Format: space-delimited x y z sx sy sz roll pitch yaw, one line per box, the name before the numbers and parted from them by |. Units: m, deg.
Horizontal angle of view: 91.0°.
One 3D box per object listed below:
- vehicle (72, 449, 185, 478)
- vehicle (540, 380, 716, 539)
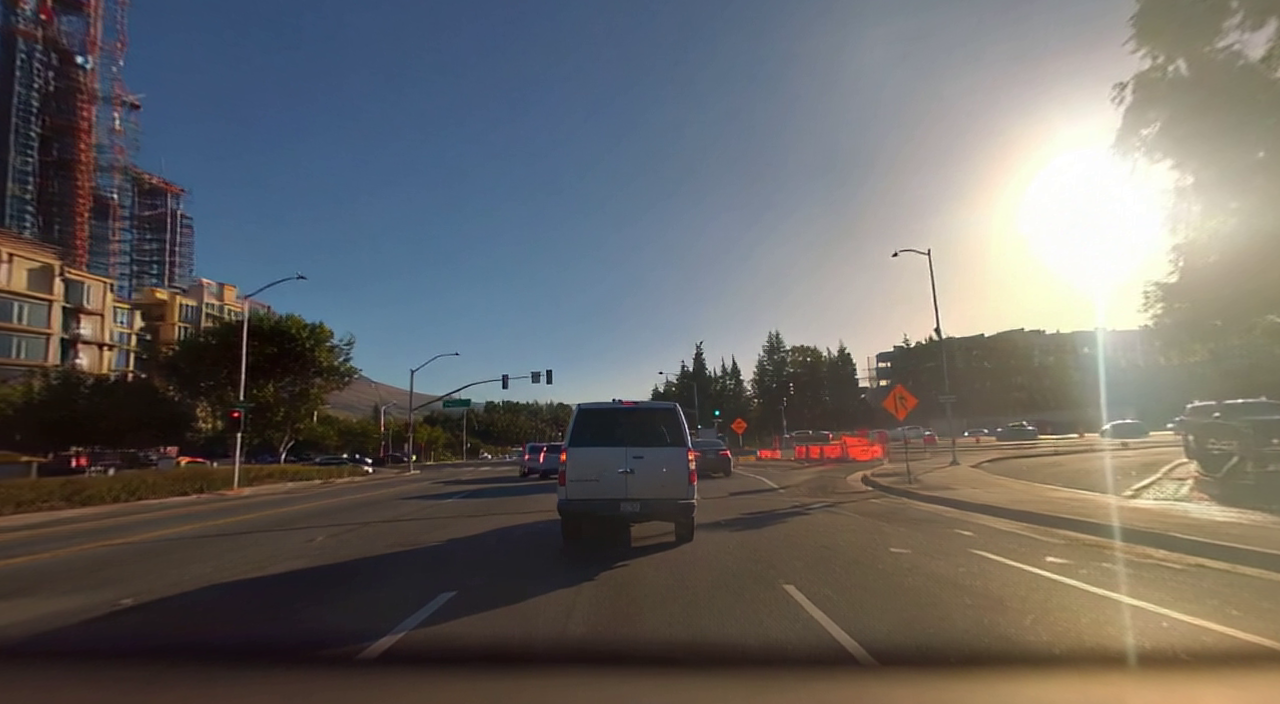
vehicle | -36.021 7.826 44.464 5.755 1.945 2.403 0 -8 -1
vehicle | -0.328 1.863 11.416 2.350 2.122 5.801 0 -8 -3
